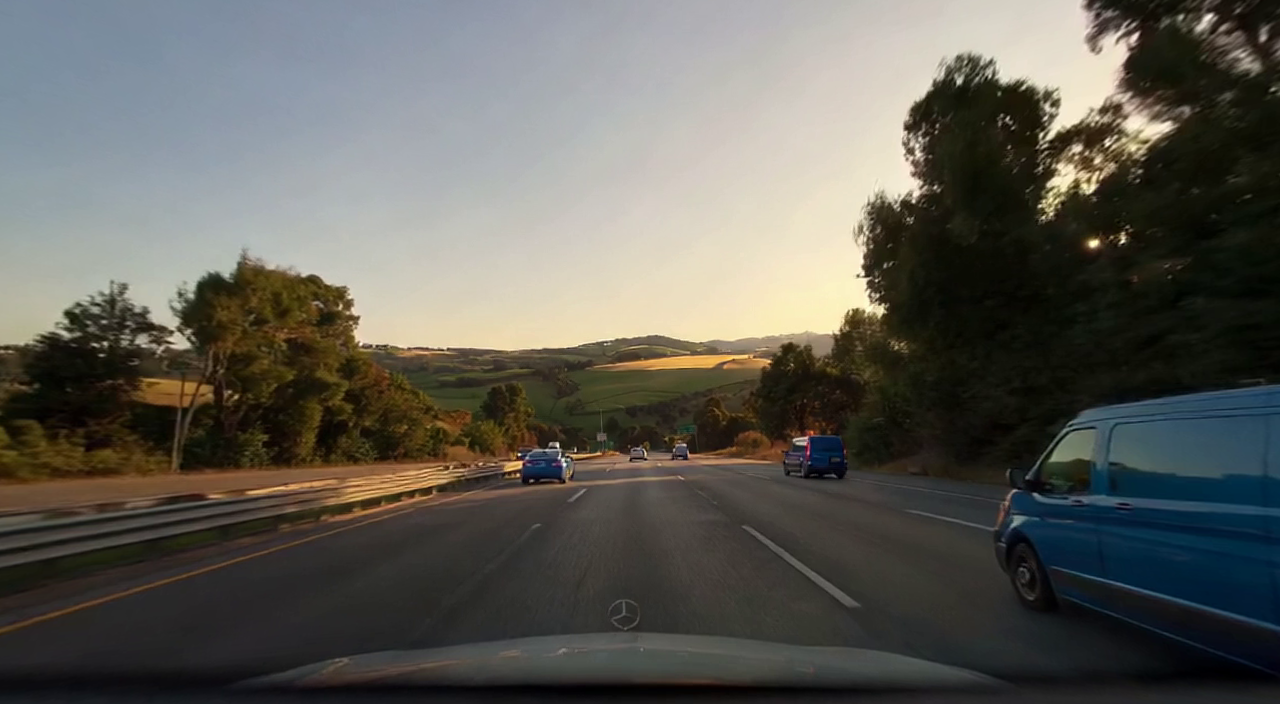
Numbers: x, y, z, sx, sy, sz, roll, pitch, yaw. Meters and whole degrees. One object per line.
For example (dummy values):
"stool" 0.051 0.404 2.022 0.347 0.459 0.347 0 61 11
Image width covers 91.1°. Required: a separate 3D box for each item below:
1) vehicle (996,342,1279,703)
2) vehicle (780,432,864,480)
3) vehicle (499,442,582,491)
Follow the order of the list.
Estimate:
"vehicle" 3.810 0.770 2.476 2.169 1.685 4.417 0 -9 0
"vehicle" 7.959 4.619 28.078 2.133 1.933 4.986 0 -9 -1
"vehicle" -3.397 3.997 22.365 2.160 1.530 4.500 -1 -9 1
